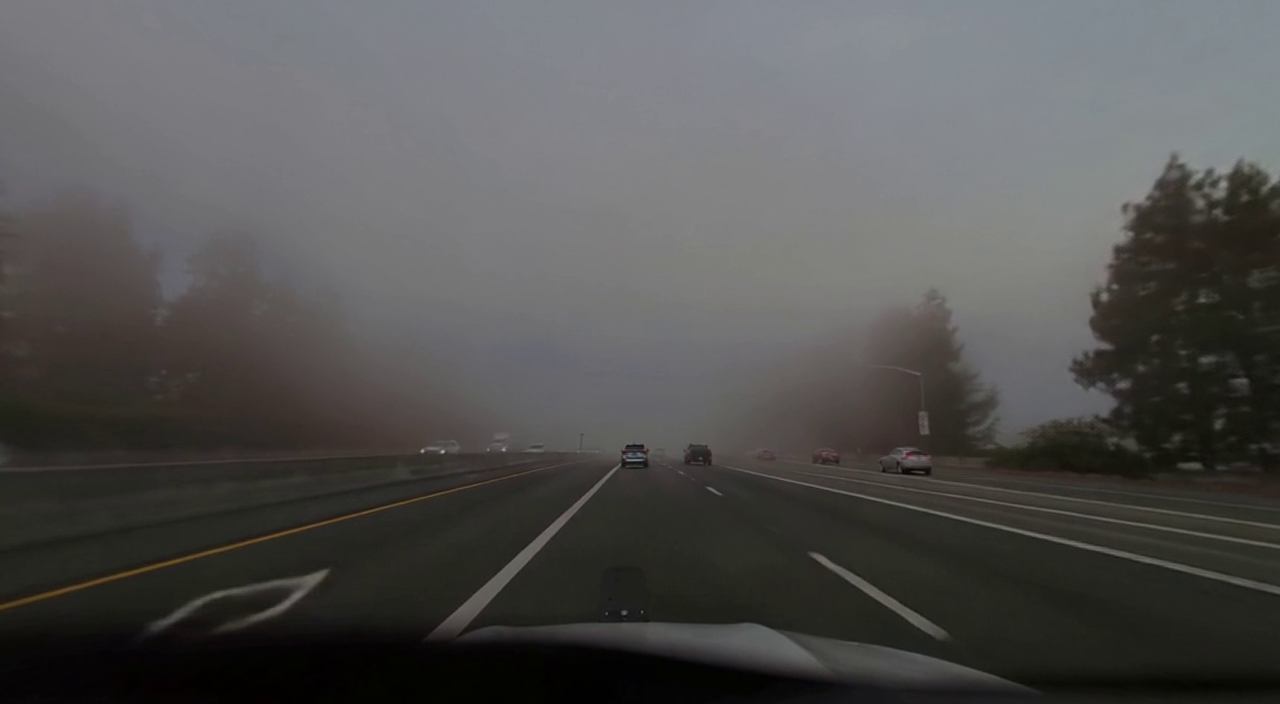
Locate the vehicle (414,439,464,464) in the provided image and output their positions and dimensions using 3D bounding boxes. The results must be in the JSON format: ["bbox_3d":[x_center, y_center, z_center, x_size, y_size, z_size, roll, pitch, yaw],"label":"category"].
[{"bbox_3d":[-14.599,7.270,46.112,2.122,1.708,4.690,0,-8,0],"label":"vehicle"}]

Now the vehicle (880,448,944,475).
[{"bbox_3d":[15.626,6.278,36.470,1.872,1.459,4.502,0,-8,2],"label":"vehicle"}]

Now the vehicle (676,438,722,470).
[{"bbox_3d":[3.880,6.856,42.630,2.505,2.020,5.532,0,-8,-1],"label":"vehicle"}]

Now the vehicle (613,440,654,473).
[{"bbox_3d":[-0.350,5.726,34.812,2.105,1.711,4.293,0,-8,0],"label":"vehicle"}]
